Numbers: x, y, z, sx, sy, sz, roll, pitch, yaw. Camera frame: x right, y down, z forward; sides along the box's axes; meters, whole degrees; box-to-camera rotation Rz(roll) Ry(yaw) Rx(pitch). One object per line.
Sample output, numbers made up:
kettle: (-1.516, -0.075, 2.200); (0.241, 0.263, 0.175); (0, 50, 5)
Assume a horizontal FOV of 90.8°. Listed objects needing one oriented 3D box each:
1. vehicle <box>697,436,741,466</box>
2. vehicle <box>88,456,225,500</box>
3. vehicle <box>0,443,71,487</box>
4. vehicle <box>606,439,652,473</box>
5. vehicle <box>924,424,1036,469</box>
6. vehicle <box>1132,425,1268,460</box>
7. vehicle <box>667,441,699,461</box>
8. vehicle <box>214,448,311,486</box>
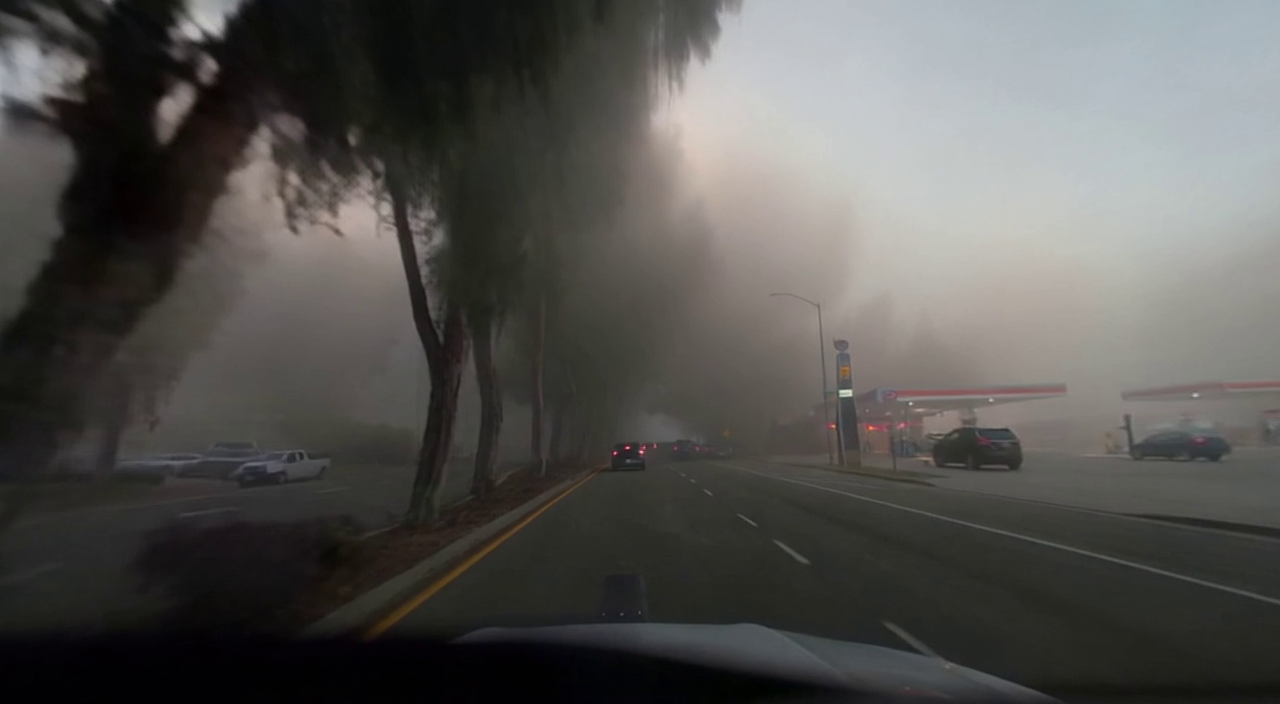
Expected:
vehicle: (5.159, 6.330, 40.582); (2.117, 1.757, 4.969); (-2, -9, 15)
vehicle: (-18.806, 4.881, 24.892); (1.797, 1.461, 4.536); (0, -9, 0)
vehicle: (-31.810, 5.638, 31.632); (4.384, 2.079, 2.066); (0, -9, -3)
vehicle: (-0.496, 4.882, 29.812); (2.052, 1.488, 3.779); (0, -8, 0)
vehicle: (15.335, 4.300, 28.877); (2.368, 1.868, 4.724); (0, -8, -1)
vehicle: (25.686, 4.214, 29.261); (2.045, 1.478, 4.685); (0, -8, 0)
vehicle: (3.256, 7.651, 48.994); (2.124, 1.476, 4.730); (0, -8, 0)
vehicle: (-18.816, 5.712, 31.780); (2.004, 1.758, 4.594); (0, -8, 0)
